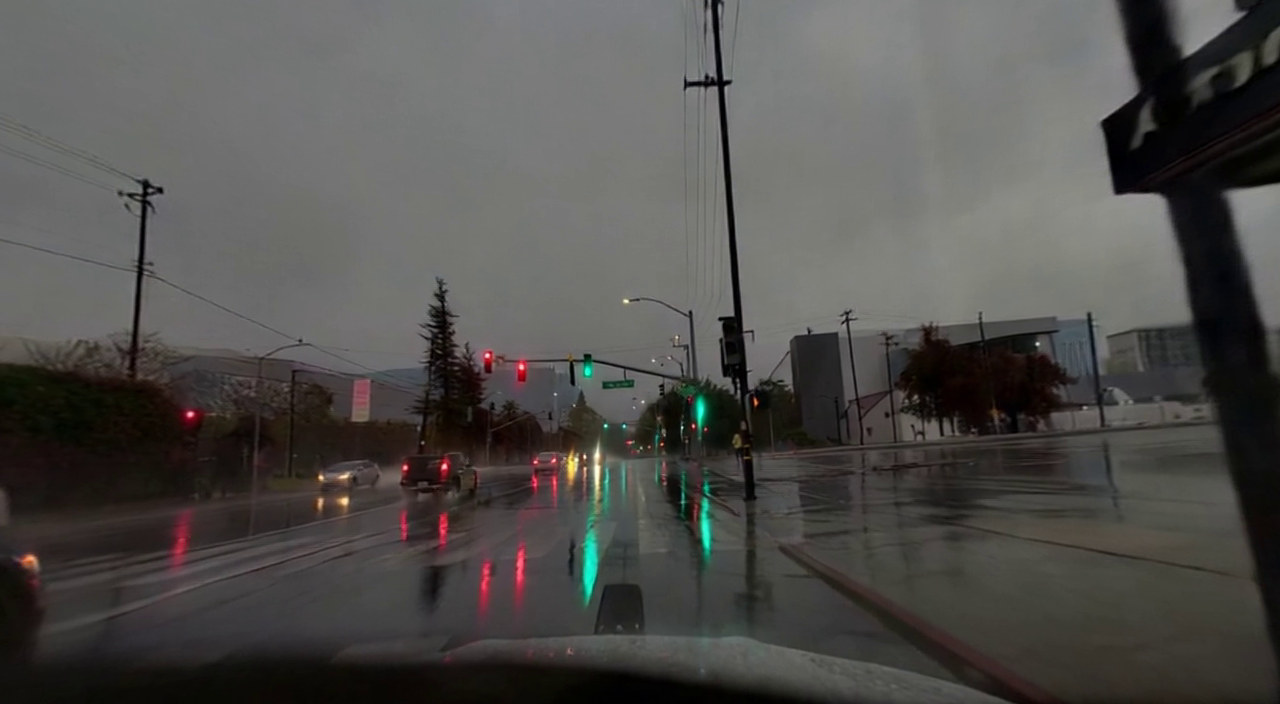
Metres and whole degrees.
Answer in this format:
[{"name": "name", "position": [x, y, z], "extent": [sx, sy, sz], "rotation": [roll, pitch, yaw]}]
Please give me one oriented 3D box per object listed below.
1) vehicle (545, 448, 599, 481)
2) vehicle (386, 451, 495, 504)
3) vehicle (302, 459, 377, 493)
[{"name": "vehicle", "position": [-3.244, 5.497, 31.102], "extent": [2.147, 1.472, 4.406], "rotation": [0, -9, 0]}, {"name": "vehicle", "position": [-6.316, 4.000, 20.539], "extent": [1.960, 1.479, 4.654], "rotation": [0, -9, 1]}, {"name": "vehicle", "position": [-15.513, 6.398, 32.759], "extent": [1.955, 1.500, 4.458], "rotation": [1, -9, -4]}]
